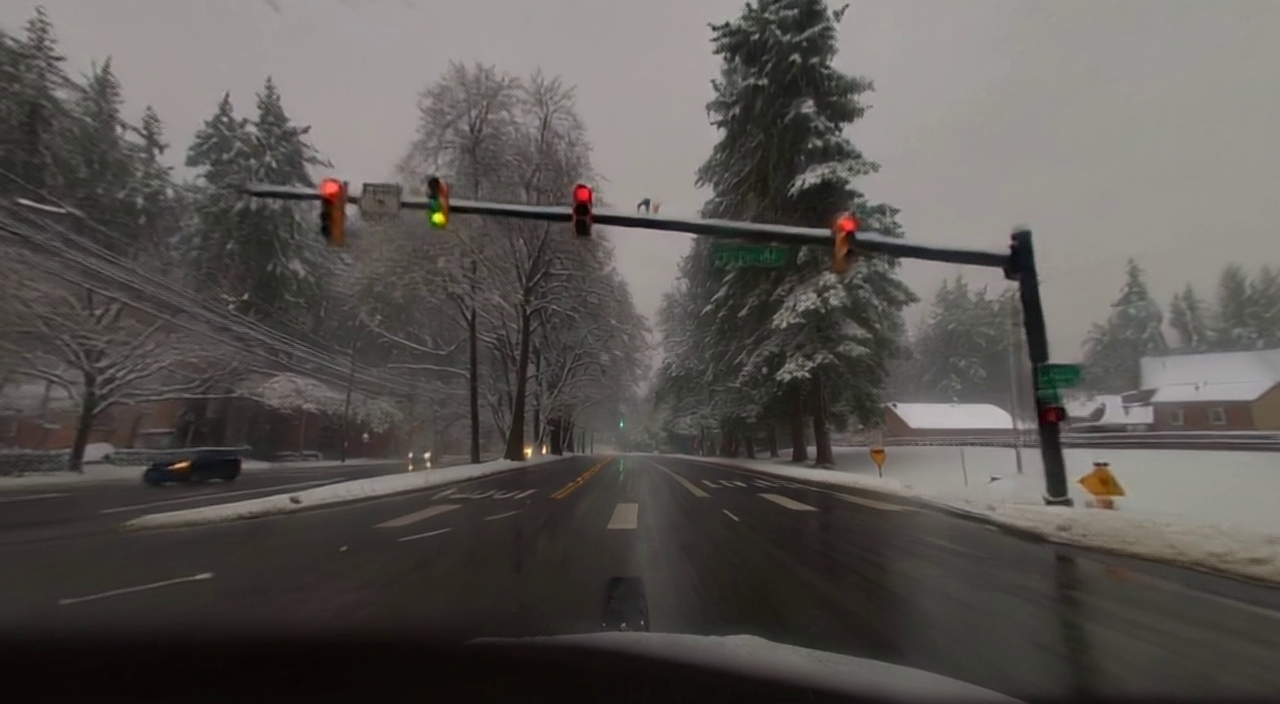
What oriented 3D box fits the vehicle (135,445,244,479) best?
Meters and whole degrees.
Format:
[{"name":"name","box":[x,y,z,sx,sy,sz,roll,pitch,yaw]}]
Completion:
[{"name":"vehicle","box":[-22.121,5.402,31.225,1.885,1.479,4.675,-1,-8,1]}]
